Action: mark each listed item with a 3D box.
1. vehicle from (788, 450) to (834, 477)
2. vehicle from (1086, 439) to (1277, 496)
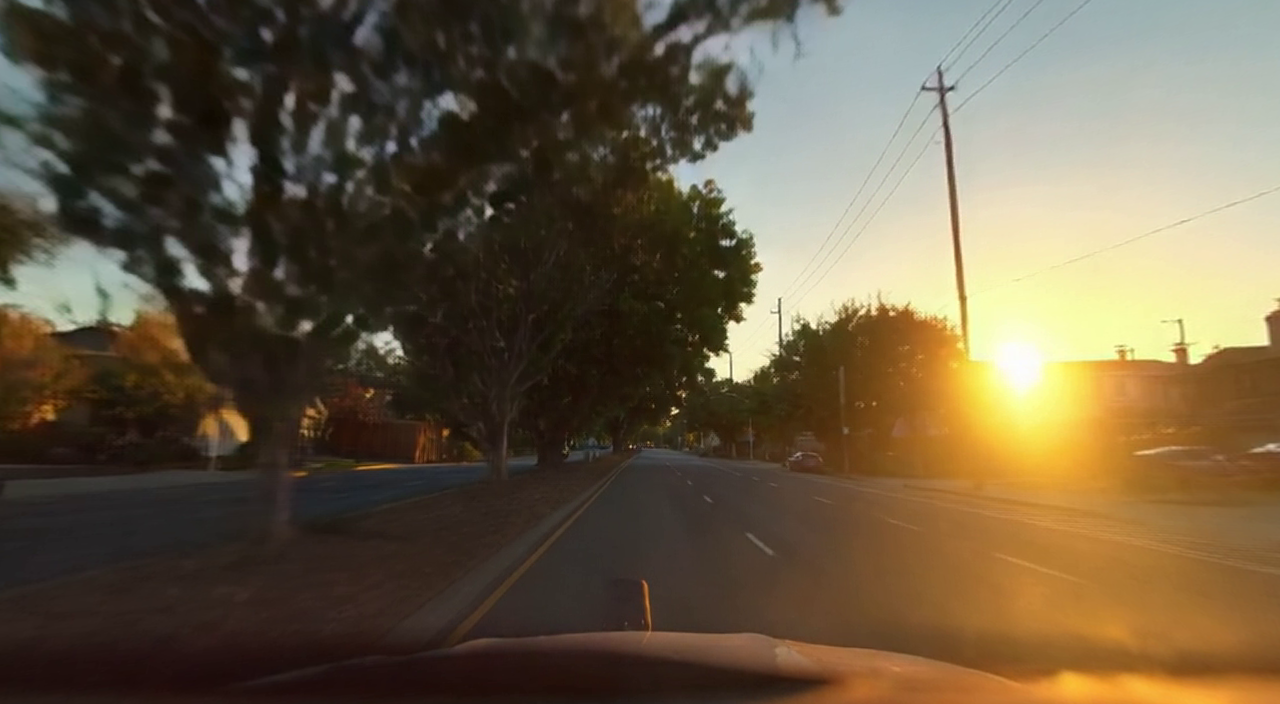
[{"bbox_3d":[11.897,7.770,44.081,2.061,1.575,4.098,5,-8,1],"label":"vehicle"},{"bbox_3d":[19.148,4.084,22.514,4.655,1.921,2.231,0,-8,1],"label":"vehicle"}]
